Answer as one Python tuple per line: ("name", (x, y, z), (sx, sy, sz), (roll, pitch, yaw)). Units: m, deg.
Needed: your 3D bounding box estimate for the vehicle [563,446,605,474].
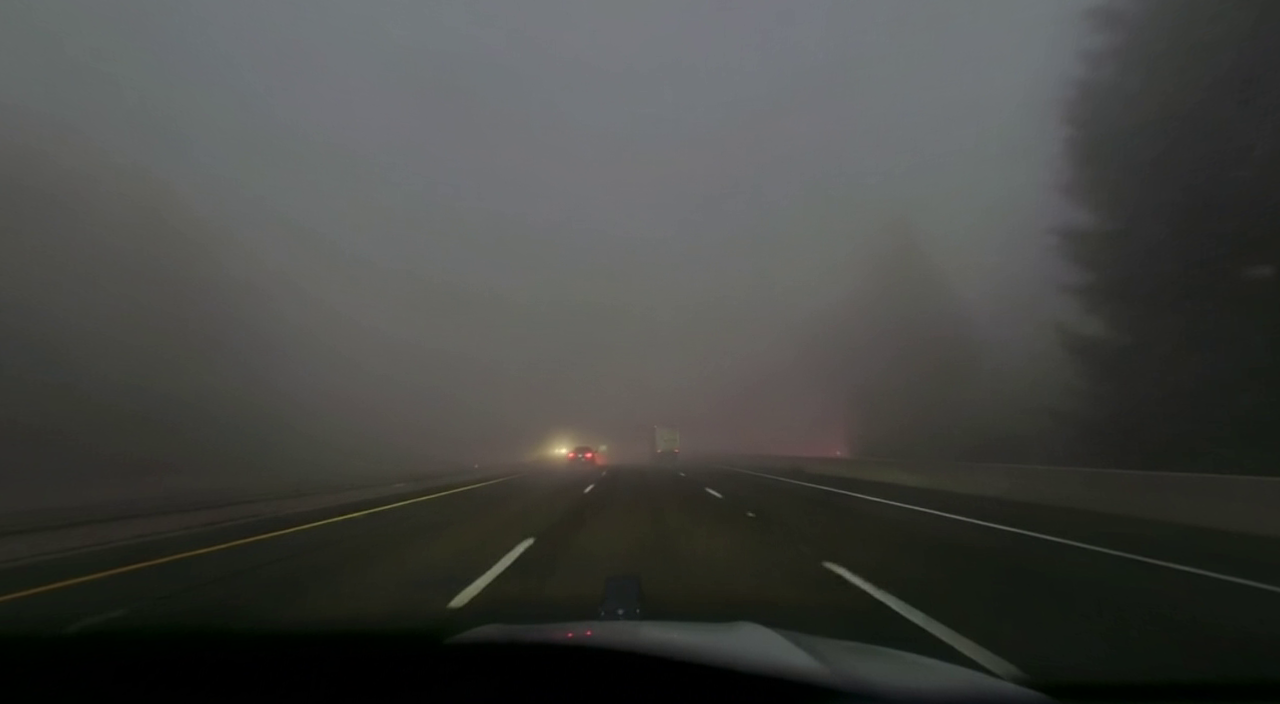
("vehicle", (-3.241, 6.297, 36.968), (2.100, 1.525, 4.179), (0, -9, 0))
